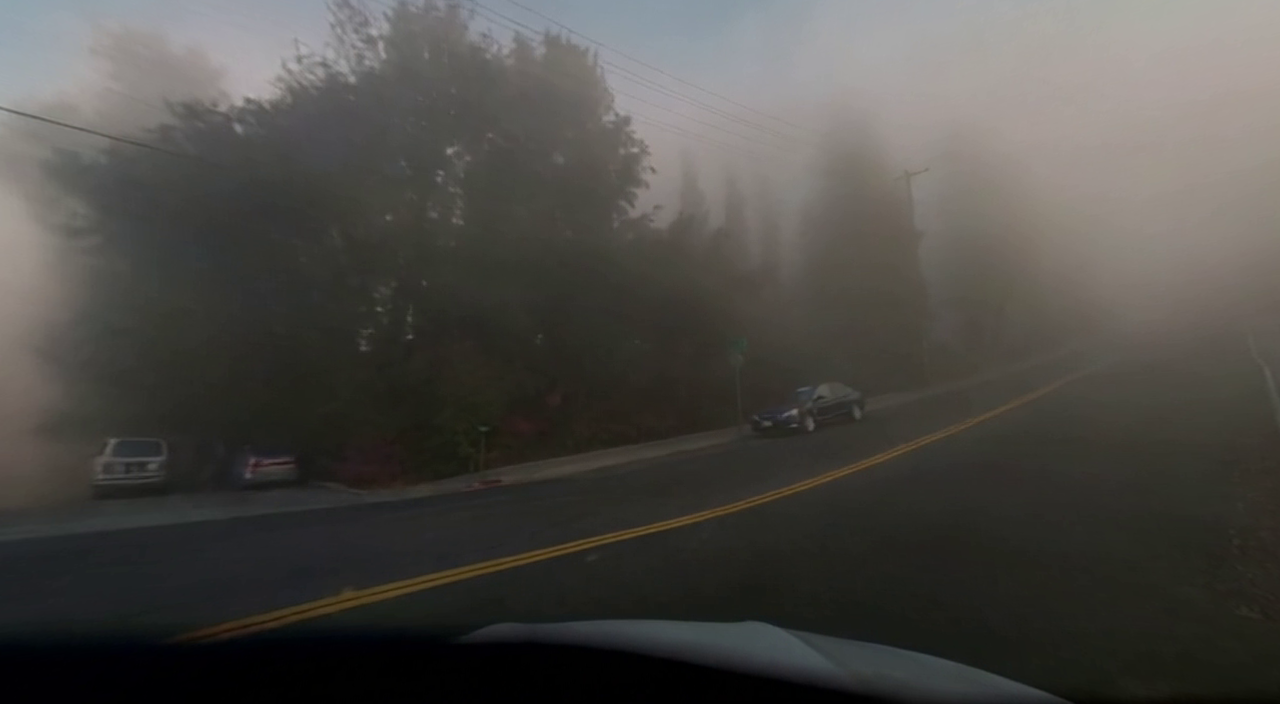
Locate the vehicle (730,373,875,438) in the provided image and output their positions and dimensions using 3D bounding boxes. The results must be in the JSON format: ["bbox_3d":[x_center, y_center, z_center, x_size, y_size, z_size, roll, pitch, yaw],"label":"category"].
[{"bbox_3d":[5.479,1.698,20.751,5.289,1.595,2.032,-1,-6,-45],"label":"vehicle"}]

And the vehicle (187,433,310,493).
[{"bbox_3d":[-13.074,3.606,20.894,5.118,1.728,2.216,-8,-12,44],"label":"vehicle"}]

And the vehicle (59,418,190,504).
[{"bbox_3d":[-15.597,3.213,18.936,2.413,1.838,4.977,13,-9,-43],"label":"vehicle"}]
